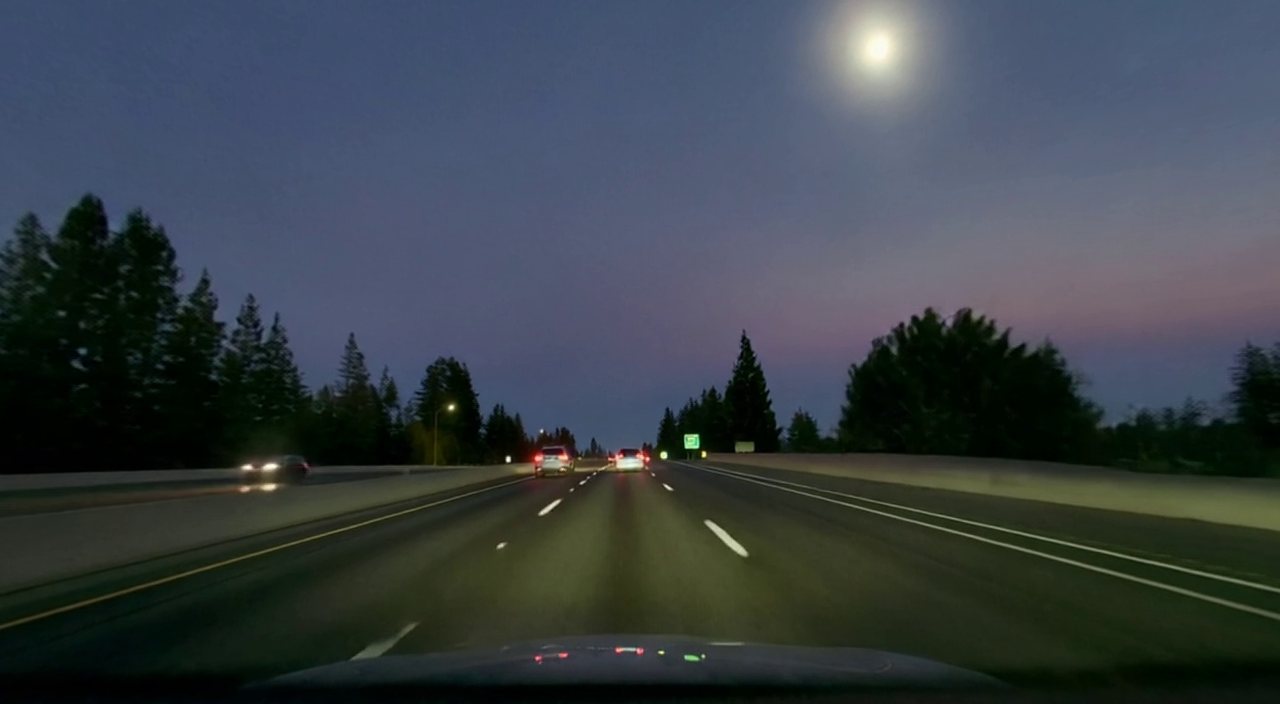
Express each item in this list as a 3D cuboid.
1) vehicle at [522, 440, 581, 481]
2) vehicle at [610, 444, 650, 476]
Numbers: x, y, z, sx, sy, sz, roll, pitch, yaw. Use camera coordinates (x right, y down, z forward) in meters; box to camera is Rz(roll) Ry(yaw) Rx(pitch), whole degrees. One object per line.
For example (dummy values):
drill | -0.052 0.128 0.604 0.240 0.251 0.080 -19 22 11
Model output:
vehicle | -4.056 5.050 29.550 2.130 1.741 4.665 0 -9 0
vehicle | -0.543 6.074 35.758 2.130 1.684 3.826 0 -8 -1
